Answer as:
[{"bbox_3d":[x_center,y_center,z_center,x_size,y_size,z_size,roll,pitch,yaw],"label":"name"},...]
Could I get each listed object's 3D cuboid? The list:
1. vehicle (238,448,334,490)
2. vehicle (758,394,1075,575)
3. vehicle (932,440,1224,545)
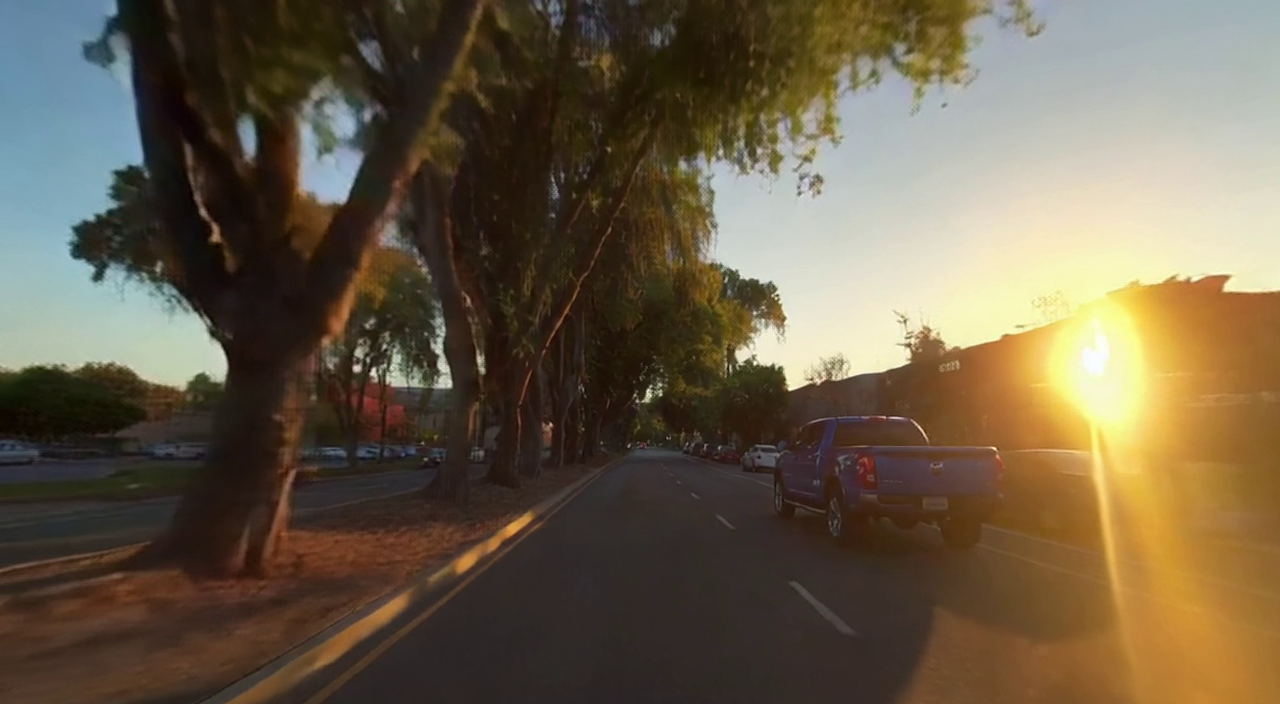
[{"bbox_3d":[-15.984,5.245,28.705,1.913,1.734,4.357,1,-9,-2],"label":"vehicle"},{"bbox_3d":[3.333,1.755,9.166,2.085,1.828,5.383,0,-9,-1],"label":"vehicle"},{"bbox_3d":[7.532,2.397,11.571,2.076,1.536,4.423,1,-8,-2],"label":"vehicle"}]
